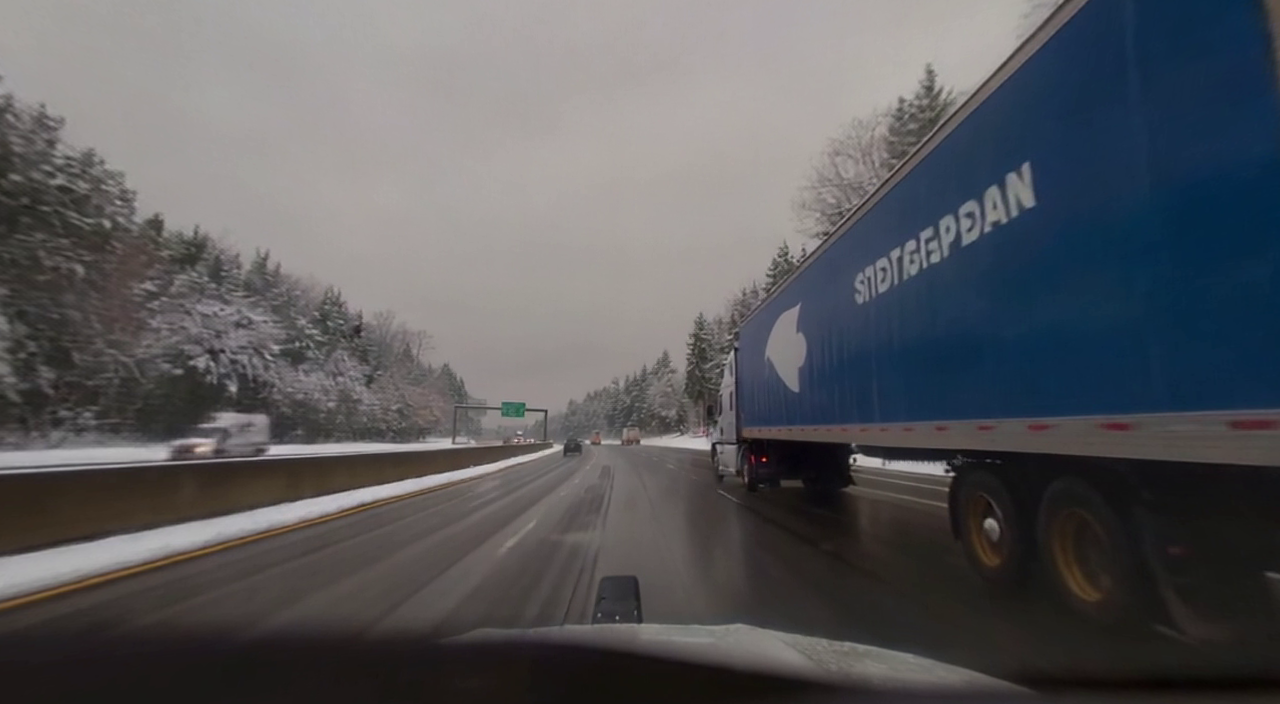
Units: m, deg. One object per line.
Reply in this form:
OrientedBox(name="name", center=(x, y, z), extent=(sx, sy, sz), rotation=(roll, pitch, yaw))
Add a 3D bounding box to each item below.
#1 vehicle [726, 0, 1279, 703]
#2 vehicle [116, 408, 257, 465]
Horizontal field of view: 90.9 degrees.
OrientedBox(name="vehicle", center=(3.803, 0.483, 8.743), extent=(2.910, 4.051, 14.278), rotation=(0, -8, -1))
OrientedBox(name="vehicle", center=(-19.131, 3.630, 26.994), extent=(2.407, 2.215, 4.980), rotation=(0, -8, -2))
